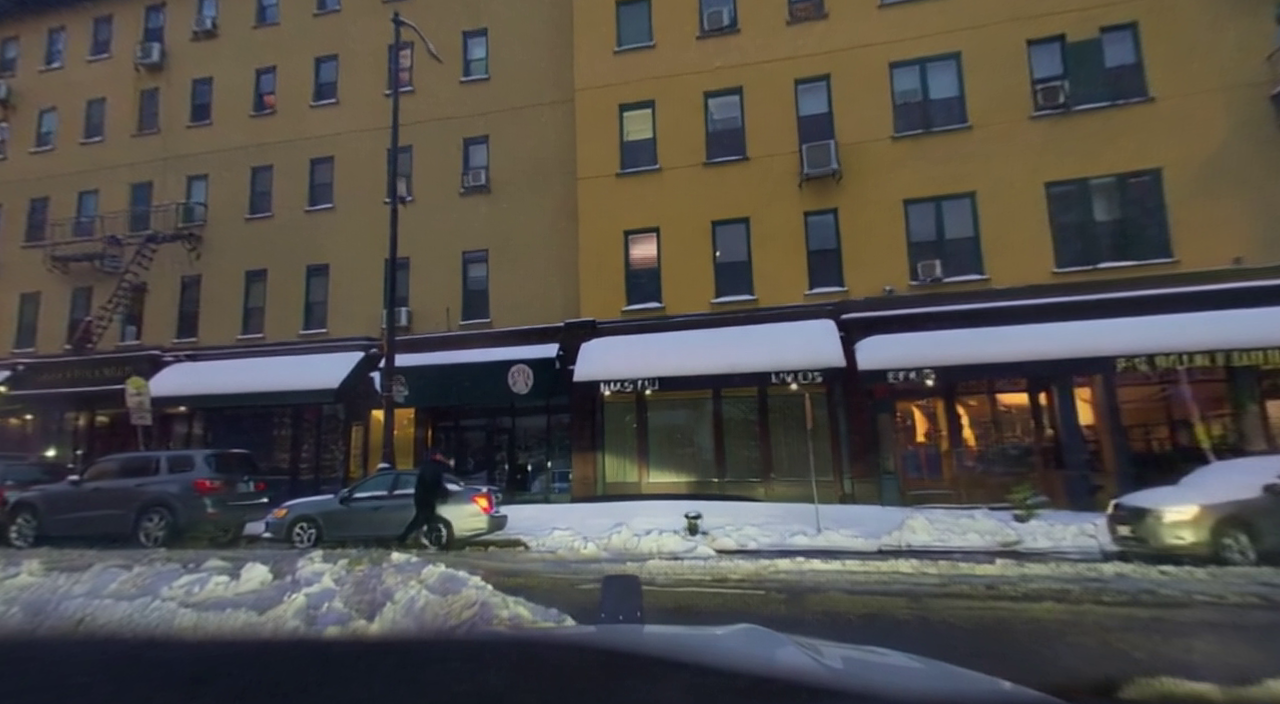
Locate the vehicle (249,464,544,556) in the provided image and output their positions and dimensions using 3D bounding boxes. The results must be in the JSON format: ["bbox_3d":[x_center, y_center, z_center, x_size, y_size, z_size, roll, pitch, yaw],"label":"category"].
[{"bbox_3d":[-4.403,2.833,11.744,4.830,1.421,1.826,-2,-9,11],"label":"vehicle"}]

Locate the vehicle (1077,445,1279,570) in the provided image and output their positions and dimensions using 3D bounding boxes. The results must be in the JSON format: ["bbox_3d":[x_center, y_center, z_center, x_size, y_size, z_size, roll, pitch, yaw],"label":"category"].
[{"bbox_3d":[9.619,2.279,9.608,4.410,1.687,1.834,-2,-8,9],"label":"vehicle"}]

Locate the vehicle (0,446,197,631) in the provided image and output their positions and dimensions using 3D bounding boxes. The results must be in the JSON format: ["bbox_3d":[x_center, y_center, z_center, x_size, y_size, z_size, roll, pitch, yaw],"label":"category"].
[{"bbox_3d":[-7.042,1.672,6.244,4.330,1.458,1.932,-2,-9,15],"label":"vehicle"}]
